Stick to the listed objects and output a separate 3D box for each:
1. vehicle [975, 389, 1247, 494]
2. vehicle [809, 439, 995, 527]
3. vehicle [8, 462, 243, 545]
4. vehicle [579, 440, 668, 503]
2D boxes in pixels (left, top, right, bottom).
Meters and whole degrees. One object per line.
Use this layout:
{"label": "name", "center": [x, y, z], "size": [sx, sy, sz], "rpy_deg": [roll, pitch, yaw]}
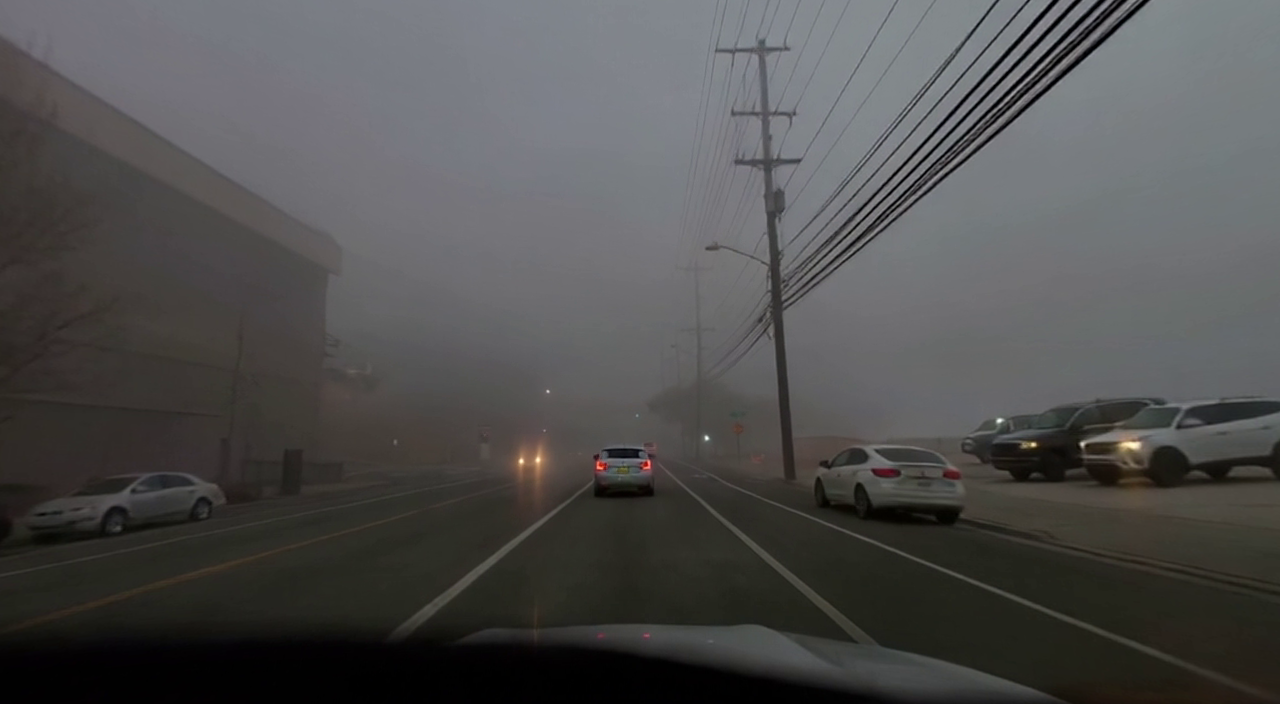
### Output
{"label": "vehicle", "center": [11.231, 2.248, 15.933], "size": [2.329, 2.145, 5.841], "rpy_deg": [0, -8, 0]}
{"label": "vehicle", "center": [5.219, 2.628, 13.393], "size": [1.937, 1.523, 4.541], "rpy_deg": [0, -8, -1]}
{"label": "vehicle", "center": [-11.505, 3.362, 14.632], "size": [1.817, 1.480, 4.282], "rpy_deg": [0, -8, 0]}
{"label": "vehicle", "center": [-0.418, 3.141, 17.058], "size": [2.116, 1.479, 3.980], "rpy_deg": [0, -8, 0]}
